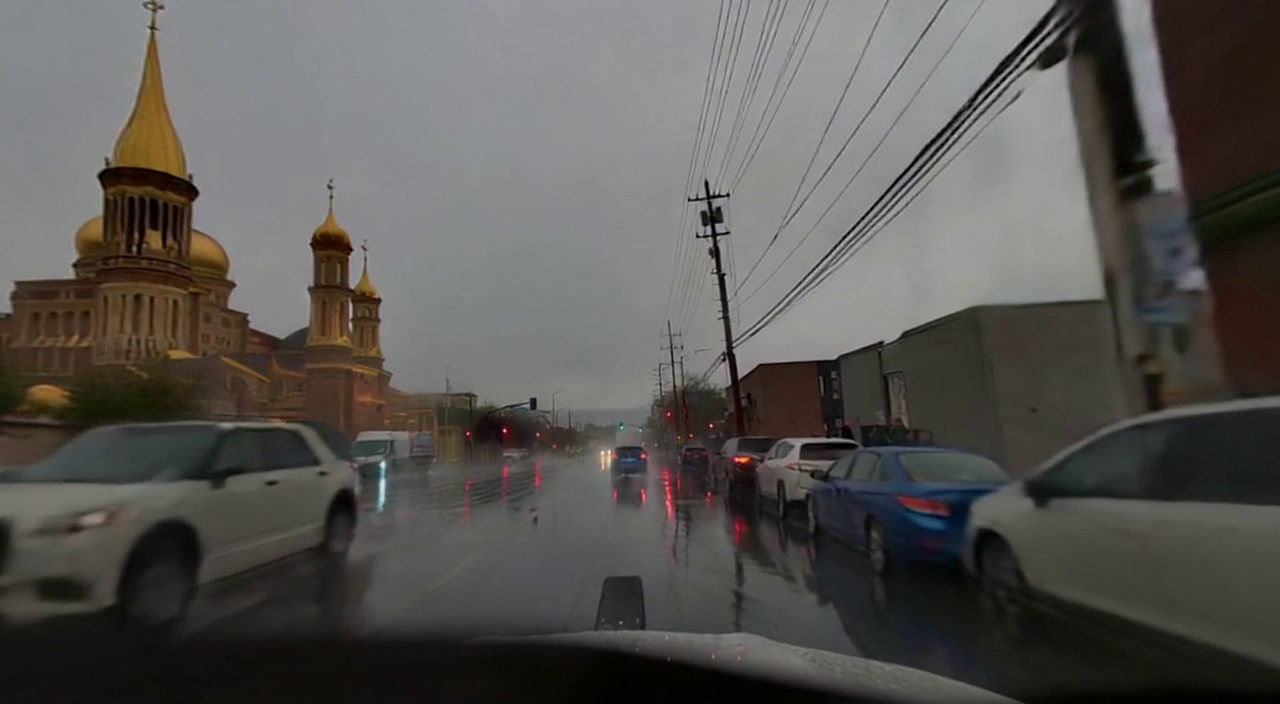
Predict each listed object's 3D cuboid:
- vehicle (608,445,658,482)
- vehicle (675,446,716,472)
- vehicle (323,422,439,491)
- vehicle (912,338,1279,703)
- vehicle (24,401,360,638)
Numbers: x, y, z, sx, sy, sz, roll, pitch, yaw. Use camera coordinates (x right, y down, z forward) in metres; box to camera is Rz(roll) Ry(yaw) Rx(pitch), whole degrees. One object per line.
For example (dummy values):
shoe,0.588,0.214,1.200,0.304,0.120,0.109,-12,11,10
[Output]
vehicle,-0.286,4.853,27.795,2.049,1.453,4.299,0,-9,0
vehicle,3.481,6.850,40.570,1.944,1.530,4.539,0,-9,-4
vehicle,-12.149,4.943,30.285,2.961,2.739,6.276,-4,-8,-1
vehicle,3.595,0.947,3.086,2.106,1.750,5.328,2,-9,-1
vehicle,-5.072,1.616,7.161,2.240,1.731,4.470,7,-11,-39
